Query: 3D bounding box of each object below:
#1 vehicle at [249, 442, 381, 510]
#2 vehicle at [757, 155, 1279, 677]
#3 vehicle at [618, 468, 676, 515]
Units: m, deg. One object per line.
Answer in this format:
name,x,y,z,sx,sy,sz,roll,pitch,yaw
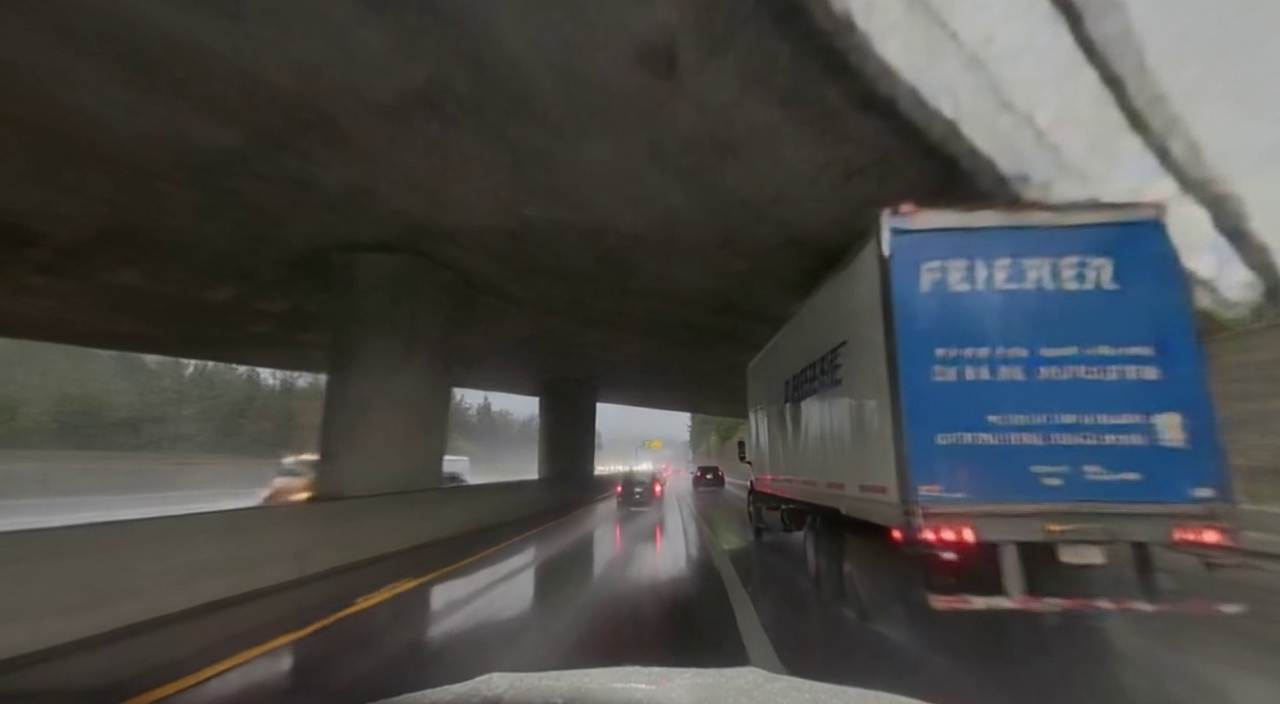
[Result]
vehicle,-13.172,5.108,26.102,2.304,2.457,5.411,0,-10,2
vehicle,4.043,1.186,9.287,2.980,3.834,9.423,1,-10,1
vehicle,0.323,5.597,25.629,2.124,1.653,4.857,1,-10,2
